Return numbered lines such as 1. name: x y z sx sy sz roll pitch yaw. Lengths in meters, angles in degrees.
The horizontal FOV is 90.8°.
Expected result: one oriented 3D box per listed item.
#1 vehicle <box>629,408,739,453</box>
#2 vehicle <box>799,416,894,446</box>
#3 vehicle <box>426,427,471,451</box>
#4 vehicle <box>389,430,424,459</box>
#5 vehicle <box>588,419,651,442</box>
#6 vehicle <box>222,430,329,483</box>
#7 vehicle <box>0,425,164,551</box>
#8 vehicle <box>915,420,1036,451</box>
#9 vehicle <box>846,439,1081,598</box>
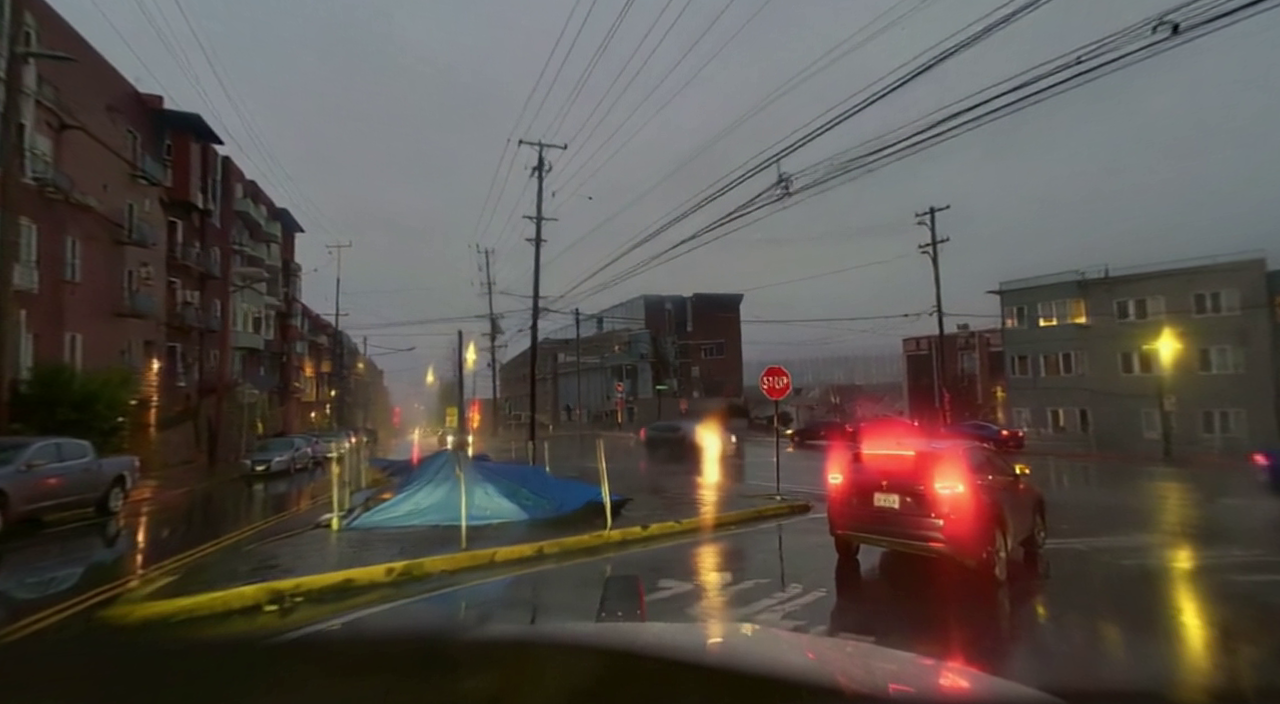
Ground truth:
1. vehicle: 2.024 3.896 30.939 2.152 1.970 5.506 5 -10 -38
2. vehicle: 10.770 4.216 33.259 1.790 1.468 4.422 7 -11 -39
3. vehicle: -14.646 6.666 48.218 1.870 1.724 4.320 6 -10 -36
4. vehicle: -15.152 6.024 41.138 1.987 1.686 3.971 0 -8 -18
5. vehicle: -1.468 5.495 43.938 2.089 1.506 4.641 6 -10 -36
6. vehicle: -14.006 4.034 24.682 2.054 1.800 5.212 1 -9 -12
7. vehicle: -10.606 2.208 10.699 1.934 1.798 5.317 2 -9 -13
8. vehicle: 16.401 4.151 31.118 1.824 1.414 4.820 7 -11 -39
9. vehicle: 4.709 2.073 8.895 1.945 1.647 4.160 -7 -11 39
